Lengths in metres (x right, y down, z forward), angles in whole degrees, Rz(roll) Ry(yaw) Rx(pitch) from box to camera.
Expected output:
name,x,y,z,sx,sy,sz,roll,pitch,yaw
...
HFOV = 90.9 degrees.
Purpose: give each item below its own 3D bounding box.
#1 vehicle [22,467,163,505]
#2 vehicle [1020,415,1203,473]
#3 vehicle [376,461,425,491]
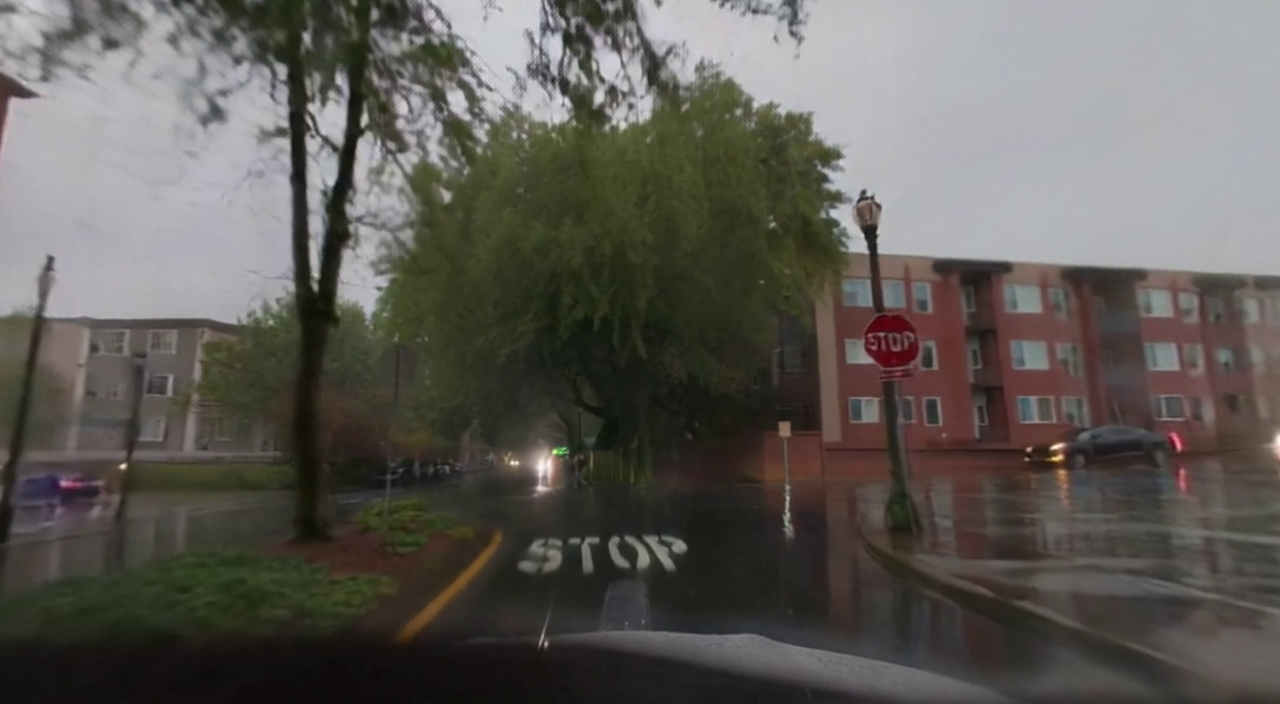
name,x,y,z,sx,sy,sz,roll,pitch,yaw
vehicle,-24.162,5.932,27.919,4.654,1.503,1.951,-2,-9,6
vehicle,18.273,3.631,24.680,5.213,1.850,2.126,-4,-10,3
vehicle,-13.978,7.232,36.972,2.027,1.475,4.522,2,-9,-13
